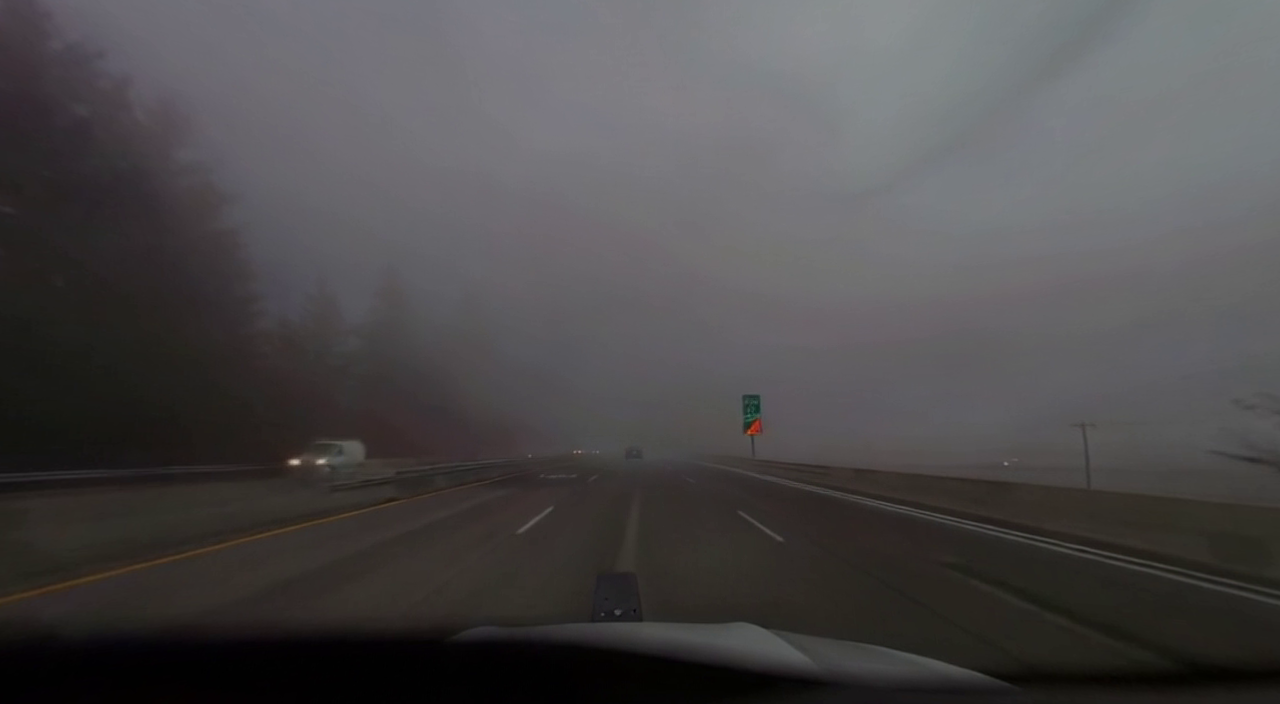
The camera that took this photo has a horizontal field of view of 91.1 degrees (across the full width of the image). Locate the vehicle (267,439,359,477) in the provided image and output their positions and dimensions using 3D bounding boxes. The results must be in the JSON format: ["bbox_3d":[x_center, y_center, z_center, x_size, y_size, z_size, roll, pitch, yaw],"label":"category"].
[{"bbox_3d":[-15.820,5.168,30.760,1.966,1.673,4.789,0,-9,-1],"label":"vehicle"}]
